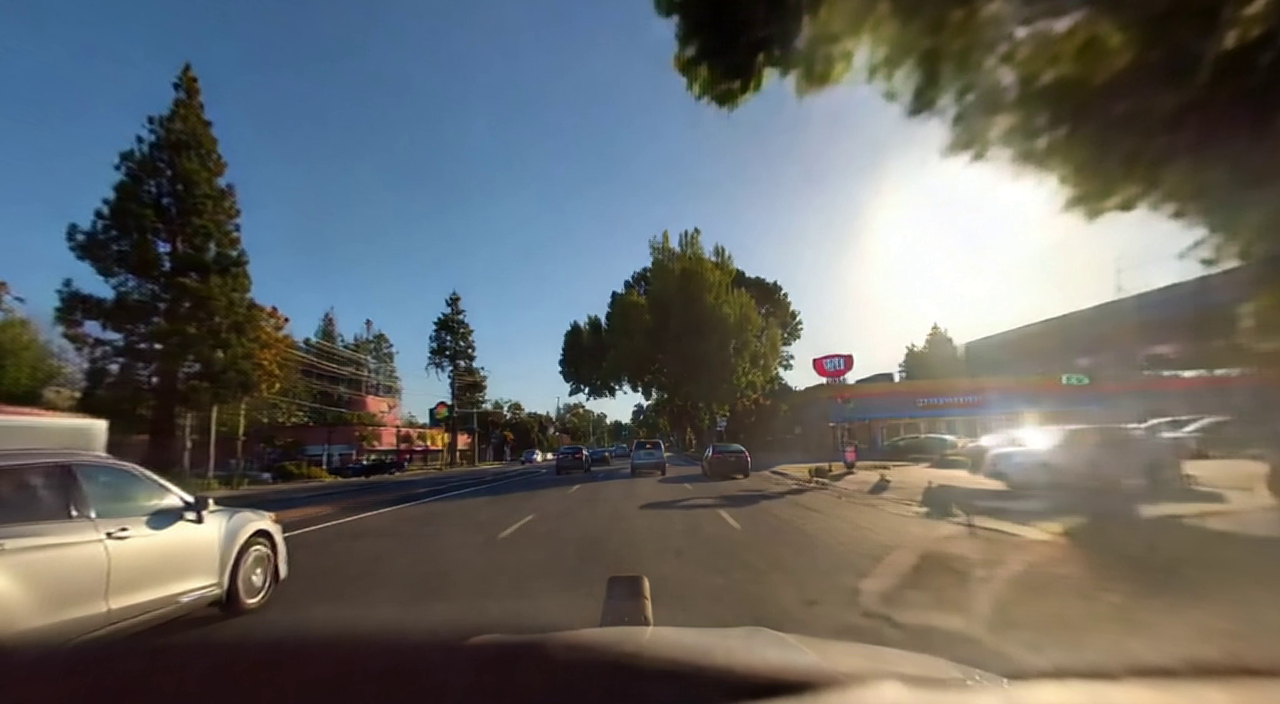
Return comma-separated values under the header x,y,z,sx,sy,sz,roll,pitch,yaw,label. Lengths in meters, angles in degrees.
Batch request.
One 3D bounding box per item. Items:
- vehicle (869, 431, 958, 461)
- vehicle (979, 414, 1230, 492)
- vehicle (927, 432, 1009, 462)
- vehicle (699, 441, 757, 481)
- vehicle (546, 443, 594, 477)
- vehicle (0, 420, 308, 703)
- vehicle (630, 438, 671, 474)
x,y,z,sx,sy,sz,roll,pitch,yaw,label
16.951,5.878,39.370,1.945,1.690,4.833,2,-9,-27,vehicle
11.537,2.573,16.212,4.808,1.712,2.061,-5,-10,29,vehicle
16.516,4.832,32.002,1.891,1.440,4.045,0,-9,-1,vehicle
3.735,4.668,27.292,1.922,1.579,3.642,0,-9,-1,vehicle
-3.625,5.699,33.523,2.026,1.665,4.193,0,-9,1,vehicle
-4.030,1.147,3.519,1.908,1.481,4.351,0,-9,1,vehicle
0.526,5.813,35.482,2.193,1.873,4.033,0,-9,0,vehicle
